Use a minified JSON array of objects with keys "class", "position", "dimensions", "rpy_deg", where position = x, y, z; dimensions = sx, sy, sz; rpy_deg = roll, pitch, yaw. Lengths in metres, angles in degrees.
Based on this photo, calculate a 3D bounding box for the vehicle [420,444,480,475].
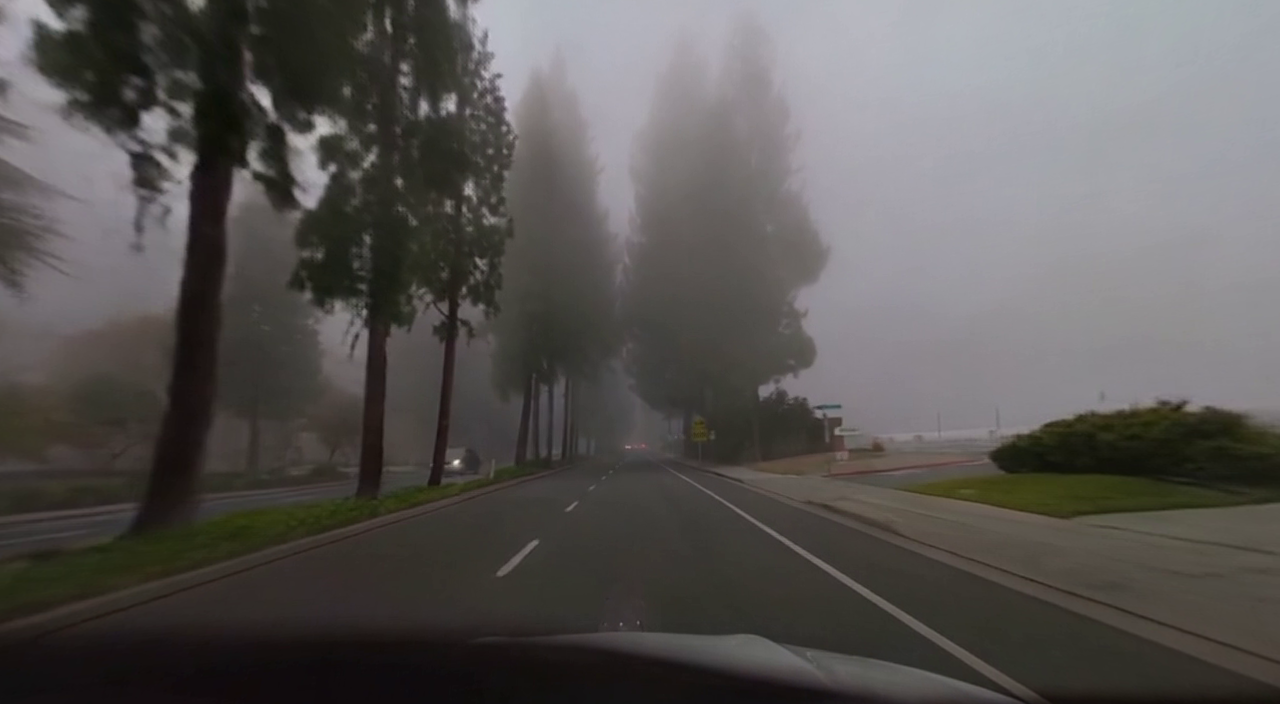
[{"class":"vehicle","position":[-13.560,7.686,45.519],"dimensions":[2.505,2.059,5.803],"rpy_deg":[0,-8,0]}]
